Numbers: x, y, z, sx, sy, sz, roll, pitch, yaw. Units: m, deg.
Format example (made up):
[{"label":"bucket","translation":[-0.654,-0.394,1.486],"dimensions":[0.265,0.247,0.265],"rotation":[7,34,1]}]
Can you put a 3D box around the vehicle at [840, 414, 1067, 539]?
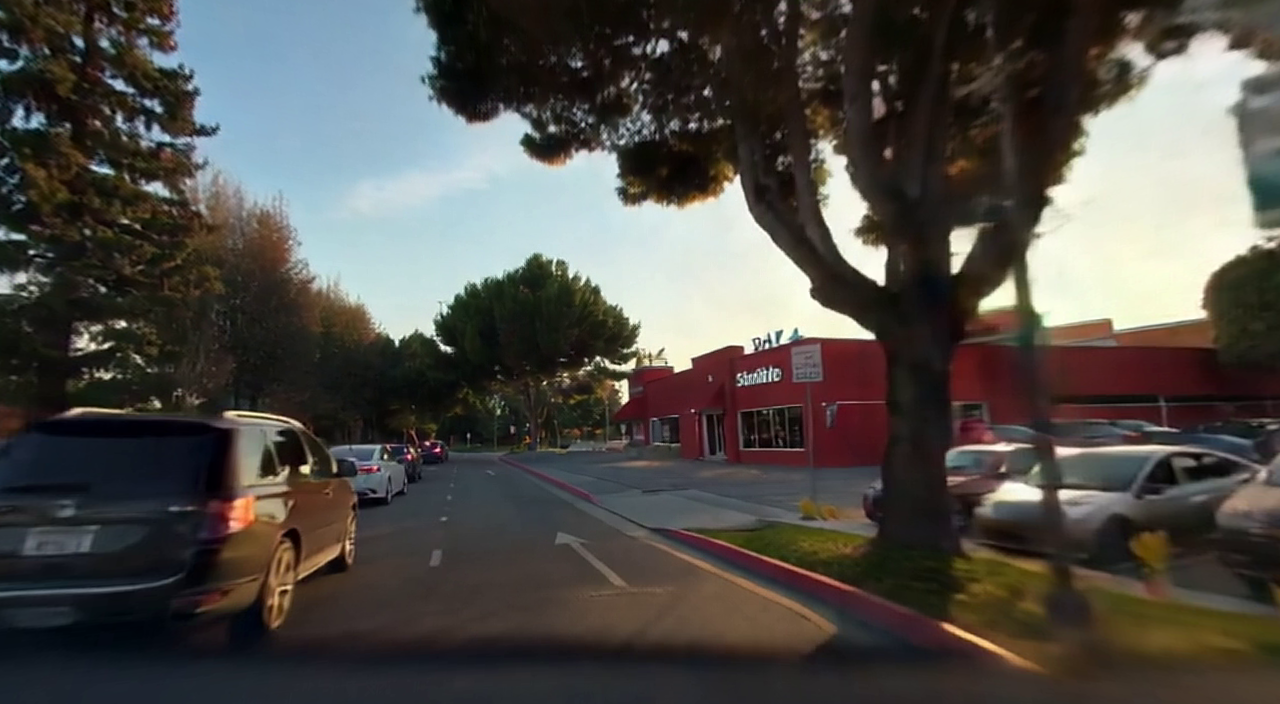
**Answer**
[{"label":"vehicle","translation":[5.249,1.935,10.424],"dimensions":[3.575,1.473,1.785],"rotation":[0,-8,-37]}]

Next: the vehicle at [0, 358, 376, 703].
[{"label":"vehicle","translation":[-3.565,1.176,4.922],"dimensions":[2.065,1.773,4.128],"rotation":[2,-8,-14]}]

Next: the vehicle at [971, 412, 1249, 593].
[{"label":"vehicle","translation":[5.765,1.583,7.572],"dimensions":[3.556,1.441,1.935],"rotation":[2,-9,-43]}]
